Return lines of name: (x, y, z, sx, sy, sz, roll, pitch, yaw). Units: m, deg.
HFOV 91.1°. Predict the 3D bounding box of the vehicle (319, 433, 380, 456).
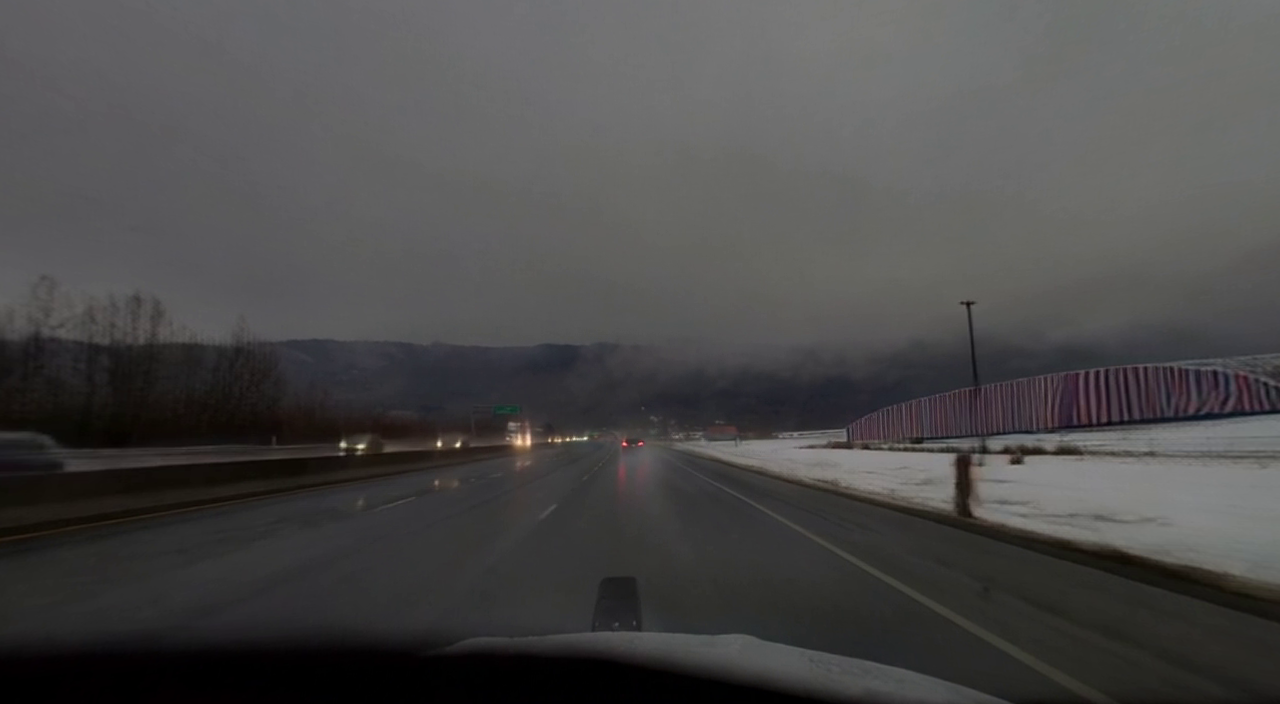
vehicle: (-19.763, 6.324, 43.060, 2.081, 1.507, 4.533, 0, -8, -1)
